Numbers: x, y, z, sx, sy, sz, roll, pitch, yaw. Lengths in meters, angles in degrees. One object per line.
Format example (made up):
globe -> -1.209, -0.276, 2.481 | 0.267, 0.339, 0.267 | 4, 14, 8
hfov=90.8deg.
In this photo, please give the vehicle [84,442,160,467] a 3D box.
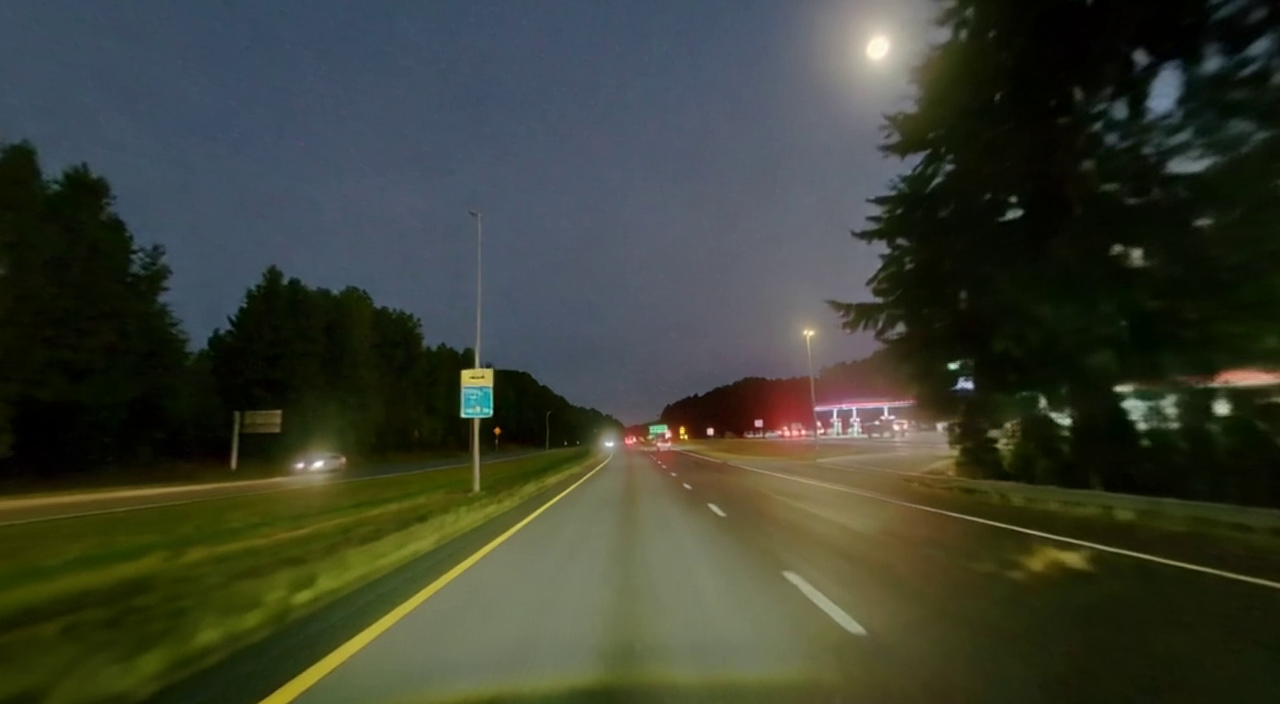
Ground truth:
vehicle -> -34.602, 6.861, 42.230 | 3.677, 1.434, 1.827 | -4, -9, 6
